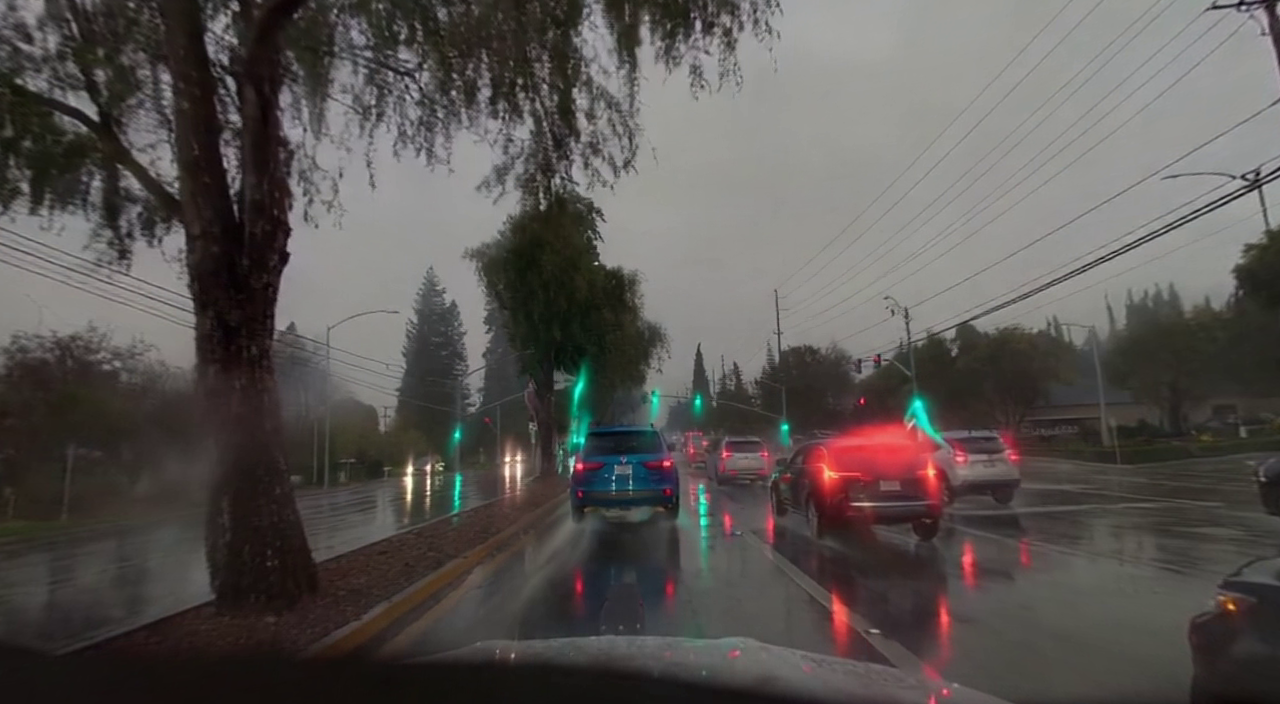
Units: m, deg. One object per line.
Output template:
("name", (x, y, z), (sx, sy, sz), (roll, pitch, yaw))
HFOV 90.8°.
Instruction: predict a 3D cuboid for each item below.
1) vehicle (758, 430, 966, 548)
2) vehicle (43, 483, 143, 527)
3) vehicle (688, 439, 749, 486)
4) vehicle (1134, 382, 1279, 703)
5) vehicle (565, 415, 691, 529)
("vehicle", (3.422, 2.187, 10.799), (1.880, 1.579, 4.401), (0, -9, -1))
("vehicle", (-26.520, 7.403, 30.603), (4.526, 1.715, 1.989), (-10, -13, 26))
("vehicle", (3.155, 4.510, 26.085), (1.915, 1.765, 4.047), (0, -9, -1))
("vehicle", (3.277, 0.639, 0.732), (1.889, 1.517, 4.308), (0, -9, 0))
("vehicle", (-0.266, 2.463, 13.454), (2.231, 1.998, 4.254), (0, -9, -1))
